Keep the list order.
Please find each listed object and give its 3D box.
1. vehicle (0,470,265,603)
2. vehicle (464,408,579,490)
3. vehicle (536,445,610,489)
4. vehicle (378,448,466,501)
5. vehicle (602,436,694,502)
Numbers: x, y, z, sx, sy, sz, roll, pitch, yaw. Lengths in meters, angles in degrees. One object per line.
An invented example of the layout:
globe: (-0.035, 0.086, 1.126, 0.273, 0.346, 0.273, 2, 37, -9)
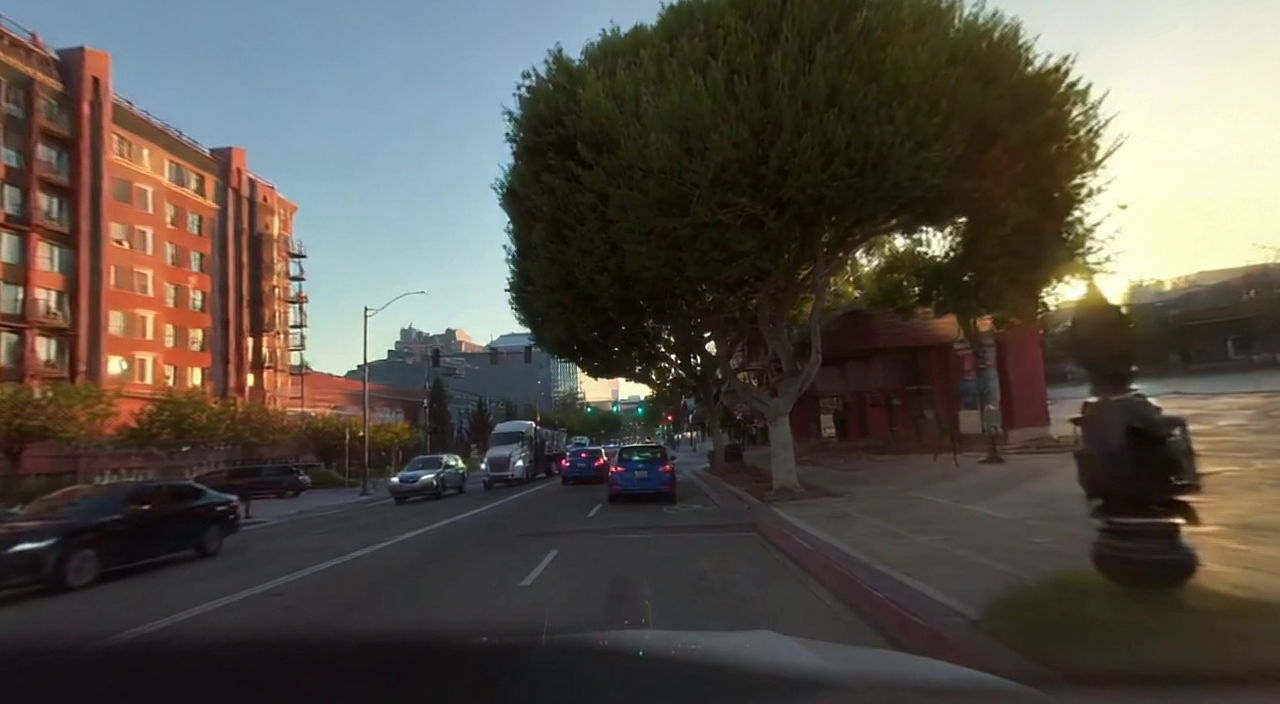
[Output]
vehicle: (-8.674, 2.784, 10.360, 2.118, 1.473, 4.642, -1, -8, 1)
vehicle: (-5.392, 4.683, 30.420, 2.795, 3.160, 8.321, -6, -9, 7)
vehicle: (-2.279, 4.090, 22.909, 2.099, 1.424, 4.843, 0, -8, 1)
vehicle: (-8.987, 5.033, 26.417, 2.067, 1.820, 4.509, -5, -8, 0)
vehicle: (0.184, 2.963, 16.340, 2.094, 1.478, 3.922, 0, -8, 0)
